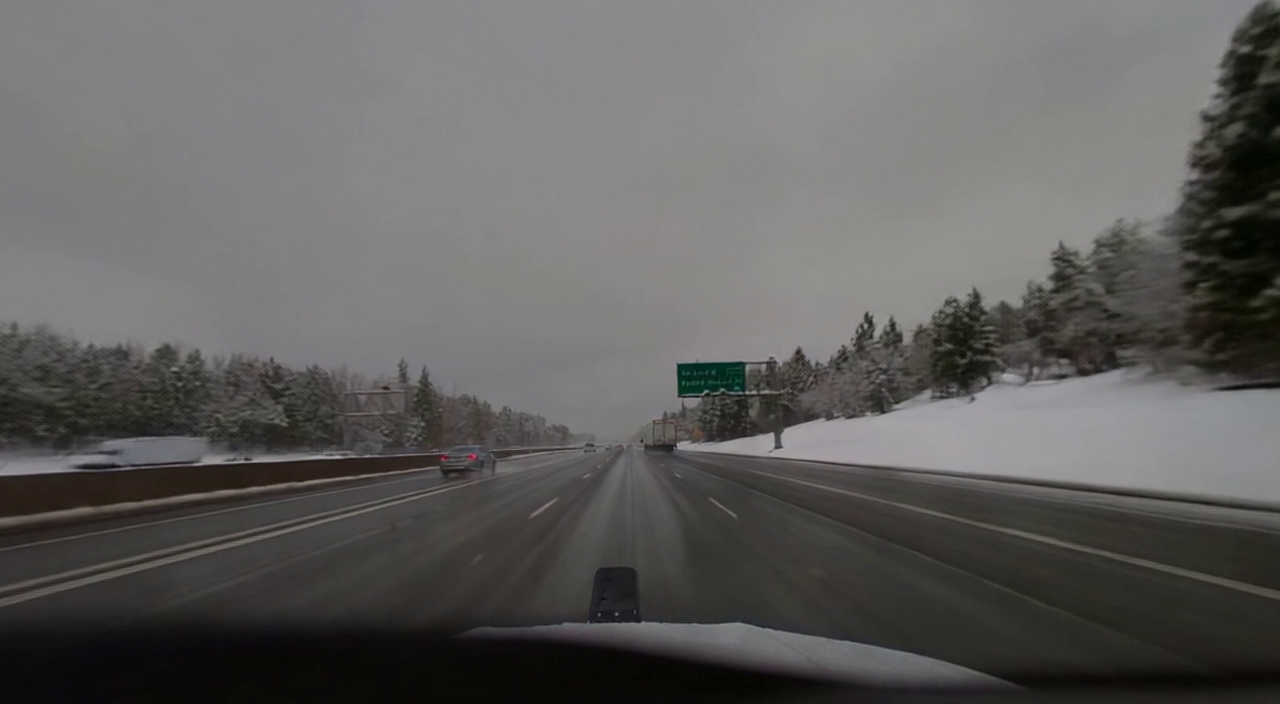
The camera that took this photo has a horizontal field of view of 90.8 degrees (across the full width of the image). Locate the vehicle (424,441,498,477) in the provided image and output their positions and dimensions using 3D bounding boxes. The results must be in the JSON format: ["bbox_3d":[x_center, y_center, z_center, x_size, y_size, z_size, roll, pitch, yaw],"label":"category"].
[{"bbox_3d":[-7.901,4.758,28.346,2.033,1.494,4.508,0,-9,0],"label":"vehicle"}]
